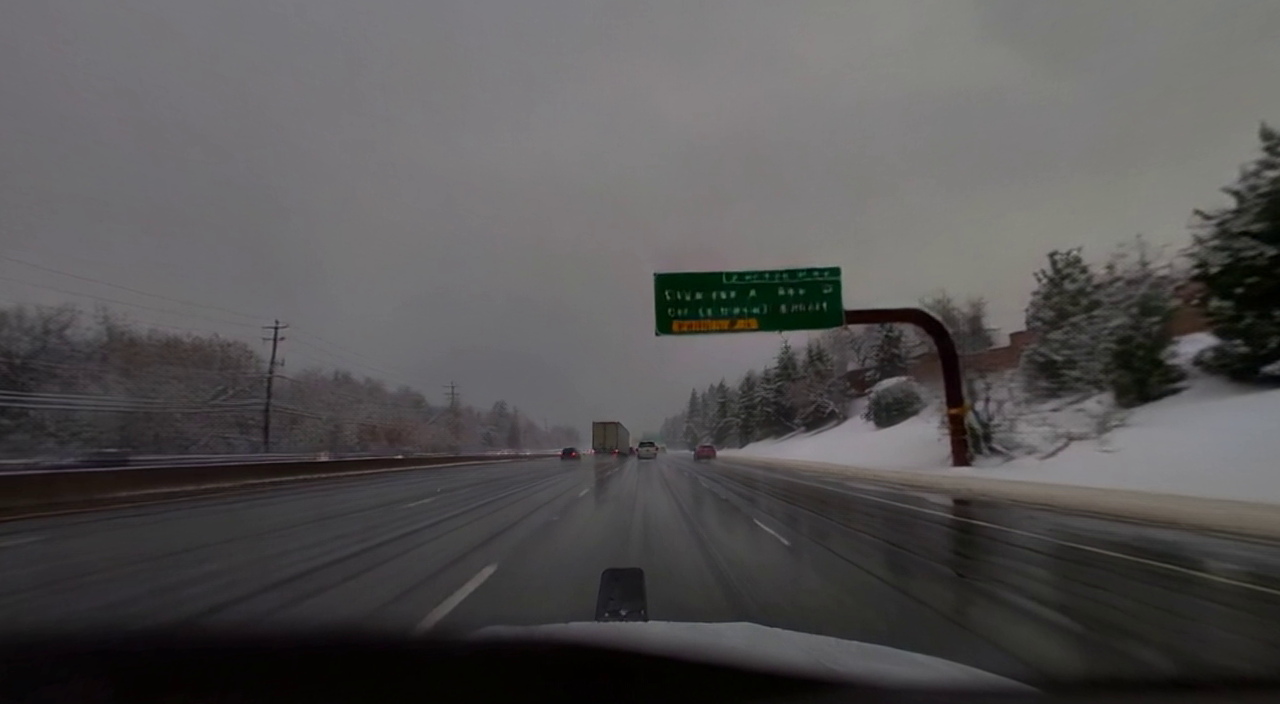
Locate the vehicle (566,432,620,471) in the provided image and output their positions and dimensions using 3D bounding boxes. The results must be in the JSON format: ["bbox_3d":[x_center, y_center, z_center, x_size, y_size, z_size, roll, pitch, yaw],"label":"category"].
[{"bbox_3d":[-3.202,7.377,47.638,2.854,2.379,16.653,-1,-8,0],"label":"vehicle"}]

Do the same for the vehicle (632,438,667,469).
[{"bbox_3d":[0.637,6.982,43.506,2.309,2.023,5.130,0,-8,0],"label":"vehicle"}]

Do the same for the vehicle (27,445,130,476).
[{"bbox_3d":[-35.354,6.806,39.931,2.014,1.835,4.795,0,-9,1],"label":"vehicle"}]

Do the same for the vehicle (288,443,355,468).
[{"bbox_3d":[-20.957,6.841,41.788,1.943,1.543,4.715,0,-9,0],"label":"vehicle"}]

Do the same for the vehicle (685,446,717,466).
[{"bbox_3d":[4.645,7.956,48.536,1.993,1.474,4.230,0,-9,-1],"label":"vehicle"}]
